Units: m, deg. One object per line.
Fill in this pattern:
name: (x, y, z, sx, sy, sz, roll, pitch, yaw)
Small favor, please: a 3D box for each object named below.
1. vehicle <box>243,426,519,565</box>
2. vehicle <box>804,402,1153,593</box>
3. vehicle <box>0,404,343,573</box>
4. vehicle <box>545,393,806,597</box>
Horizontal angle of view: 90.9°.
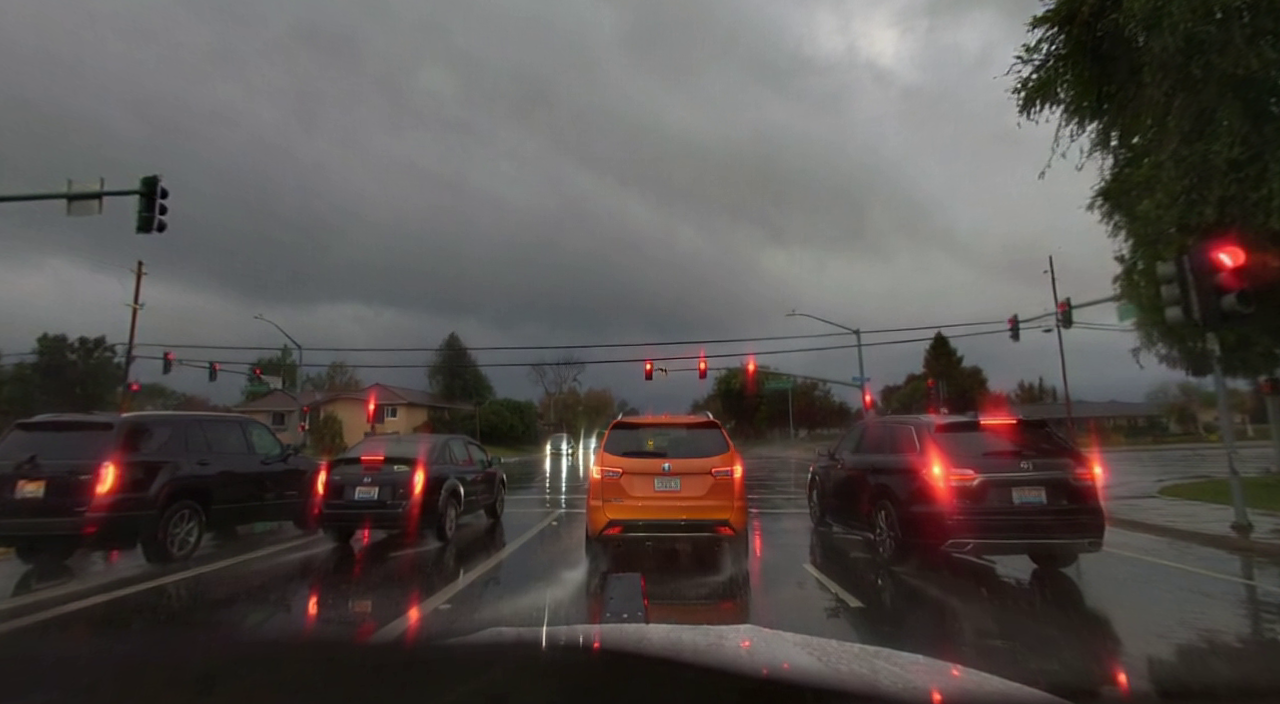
vehicle: (-3.255, 1.882, 9.092, 1.885, 1.475, 4.359, -1, -8, 4)
vehicle: (3.510, 1.586, 7.751, 2.047, 1.638, 4.395, -1, -8, 4)
vehicle: (-6.643, 1.820, 9.243, 2.075, 1.796, 4.785, 0, -8, 2)
vehicle: (0.378, 1.518, 7.495, 2.198, 1.708, 4.170, 0, -8, 2)
